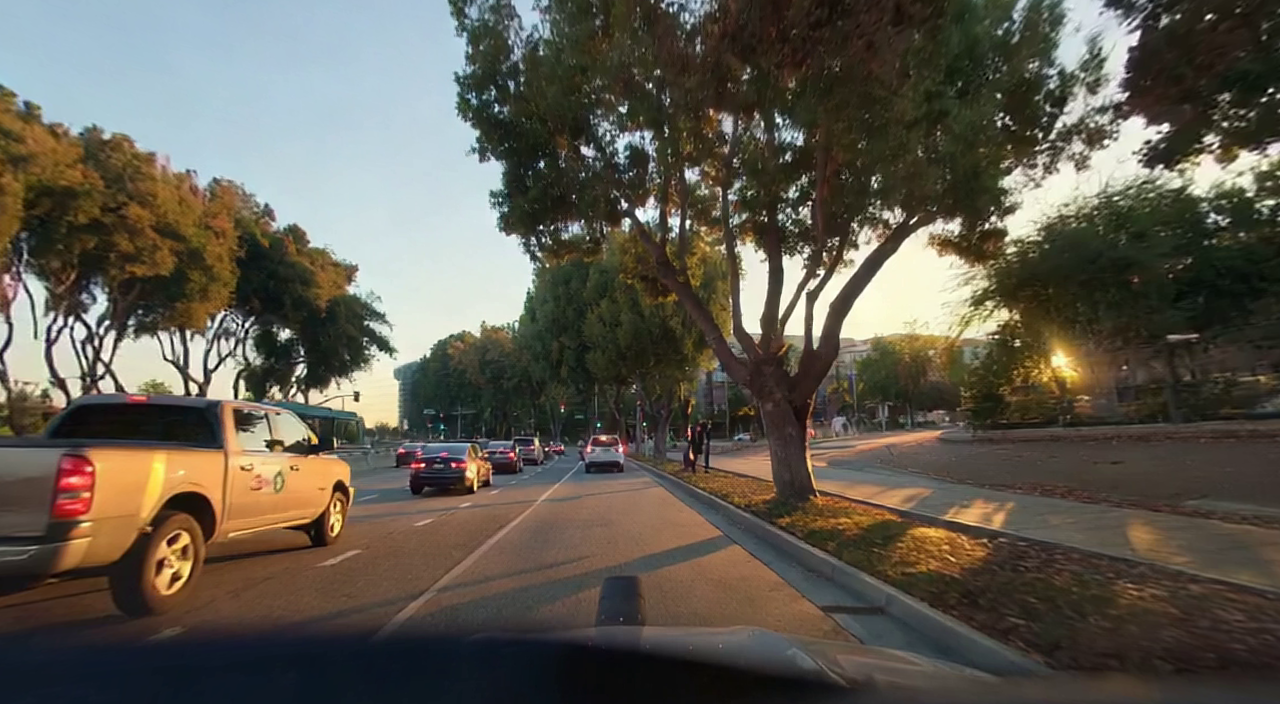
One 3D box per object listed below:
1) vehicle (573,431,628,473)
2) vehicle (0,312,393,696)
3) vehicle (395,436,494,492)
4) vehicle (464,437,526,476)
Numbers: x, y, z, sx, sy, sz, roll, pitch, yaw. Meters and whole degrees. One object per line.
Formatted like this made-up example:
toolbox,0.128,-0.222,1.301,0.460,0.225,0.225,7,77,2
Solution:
vehicle,-1.885,4.690,29.756,2.368,1.829,4.293,0,-9,-4
vehicle,-5.104,1.275,6.361,2.860,2.090,6.593,0,-9,-3
vehicle,-6.193,3.595,20.577,2.069,1.616,4.108,0,-9,-3
vehicle,-6.655,4.834,29.435,2.010,1.674,4.484,0,-9,-3
